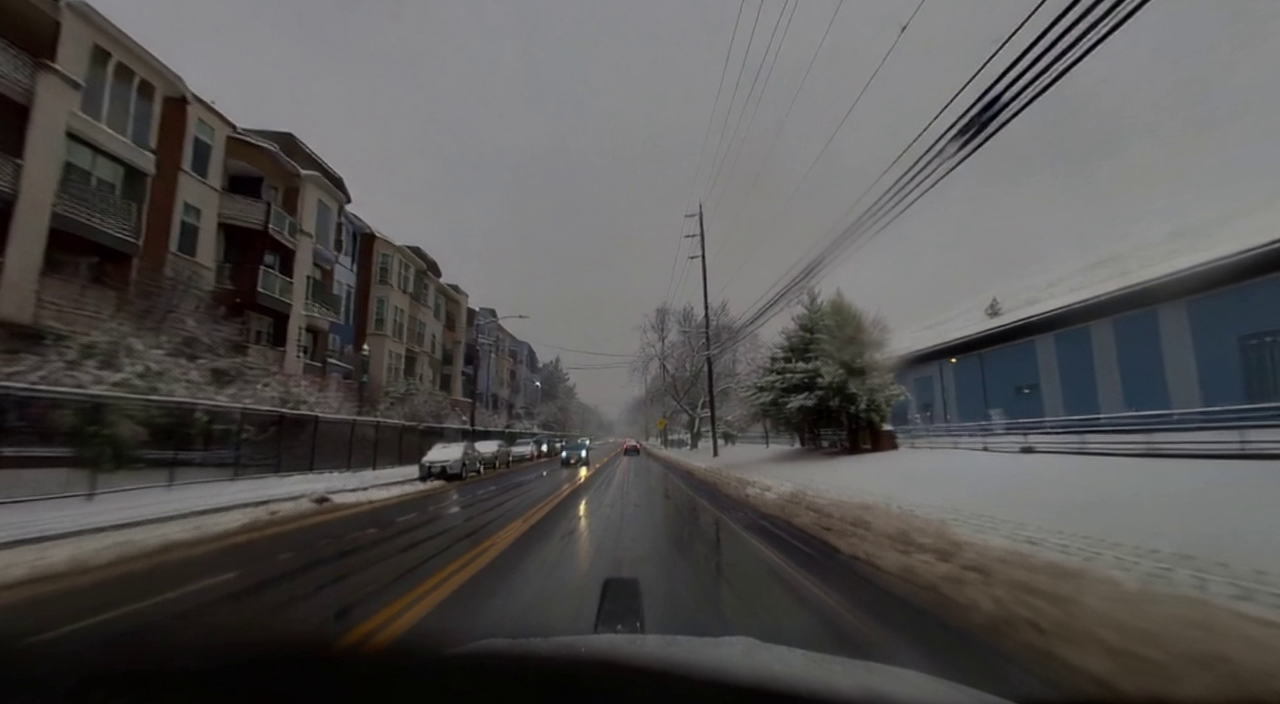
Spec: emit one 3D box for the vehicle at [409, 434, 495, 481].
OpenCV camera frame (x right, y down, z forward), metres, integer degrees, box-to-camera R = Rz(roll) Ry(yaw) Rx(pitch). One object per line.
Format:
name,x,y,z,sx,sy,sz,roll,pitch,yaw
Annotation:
vehicle,-7.164,4.075,24.633,1.913,1.560,4.513,3,-8,0

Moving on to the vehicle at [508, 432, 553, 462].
vehicle,-7.445,6.496,43.368,2.098,1.851,4.817,2,-7,1

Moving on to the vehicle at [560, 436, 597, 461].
vehicle,-4.258,6.784,44.336,2.170,1.631,4.299,0,-9,0
